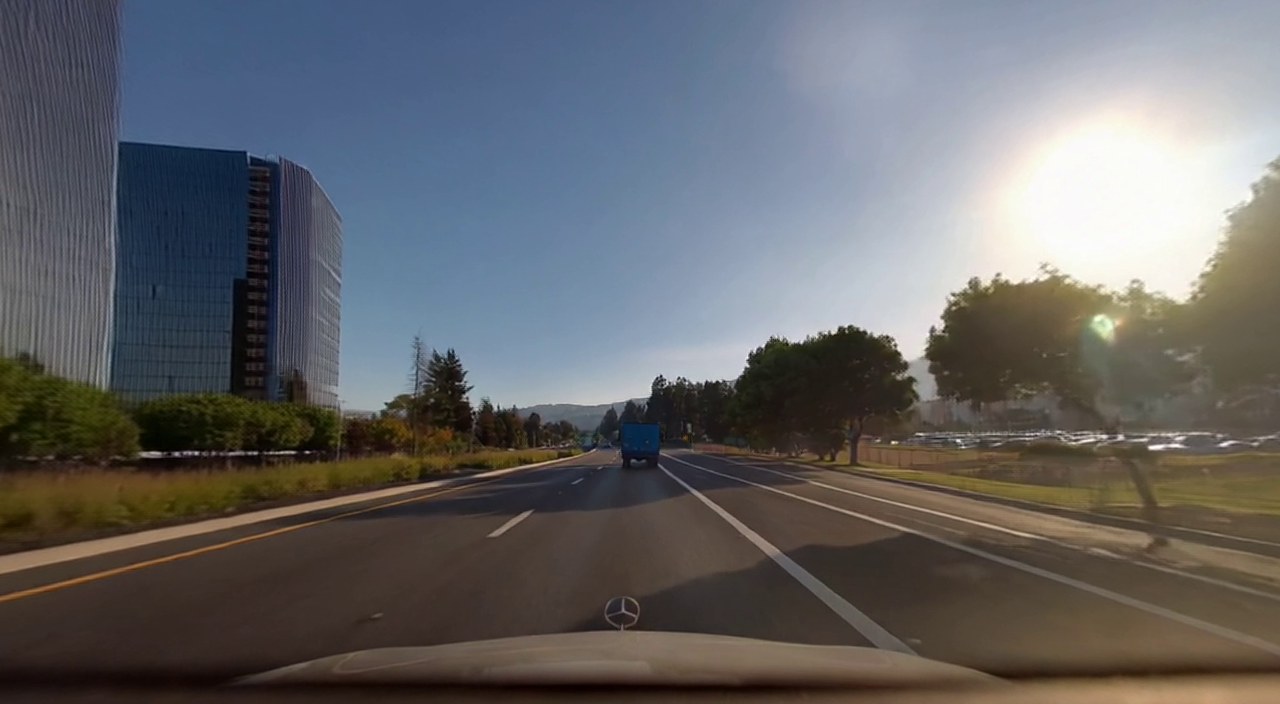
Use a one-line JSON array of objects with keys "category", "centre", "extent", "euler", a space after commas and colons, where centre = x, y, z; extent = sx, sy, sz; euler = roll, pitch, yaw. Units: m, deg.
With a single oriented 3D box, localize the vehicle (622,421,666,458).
[{"category": "vehicle", "centre": [0.122, 4.779, 34.407], "extent": [2.178, 1.829, 4.932], "euler": [0, -8, -2]}]
